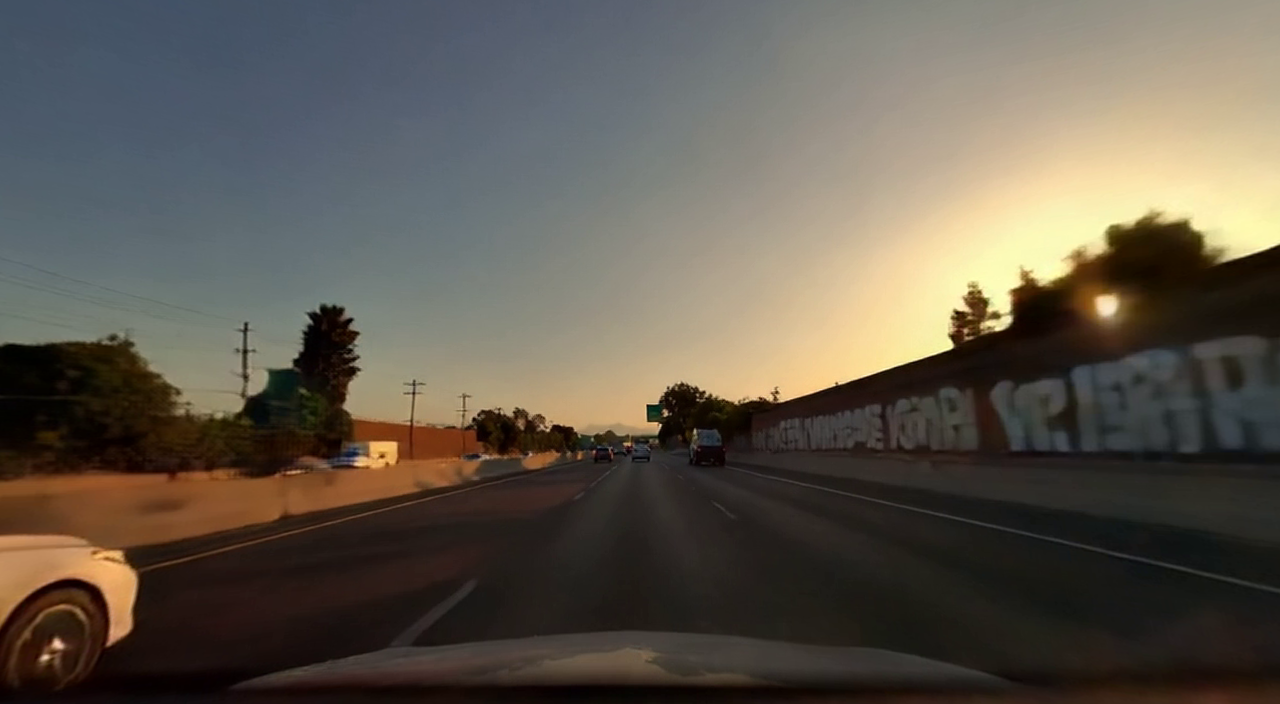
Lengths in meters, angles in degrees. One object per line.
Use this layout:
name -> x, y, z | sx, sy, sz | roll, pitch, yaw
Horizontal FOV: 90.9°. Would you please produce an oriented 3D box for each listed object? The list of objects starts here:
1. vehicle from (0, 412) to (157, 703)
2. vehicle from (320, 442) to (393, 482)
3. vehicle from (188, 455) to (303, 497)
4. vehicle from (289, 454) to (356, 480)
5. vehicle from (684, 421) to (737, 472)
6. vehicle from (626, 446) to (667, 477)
vehicle -> -3.818, 0.778, 1.378 | 2.023, 1.444, 4.379 | 0, -9, 0
vehicle -> -20.346, 7.893, 45.559 | 2.541, 2.627, 5.696 | -1, -9, 1
vehicle -> -16.282, 5.119, 26.353 | 1.881, 1.530, 4.428 | -1, -9, 1
vehicle -> -20.283, 7.361, 40.524 | 1.985, 1.499, 4.382 | 0, -9, 0
vehicle -> 4.384, 6.072, 40.359 | 2.549, 2.931, 6.310 | 0, -9, -1
vehicle -> 0.305, 5.759, 33.388 | 2.009, 1.506, 4.091 | 0, -9, -1
